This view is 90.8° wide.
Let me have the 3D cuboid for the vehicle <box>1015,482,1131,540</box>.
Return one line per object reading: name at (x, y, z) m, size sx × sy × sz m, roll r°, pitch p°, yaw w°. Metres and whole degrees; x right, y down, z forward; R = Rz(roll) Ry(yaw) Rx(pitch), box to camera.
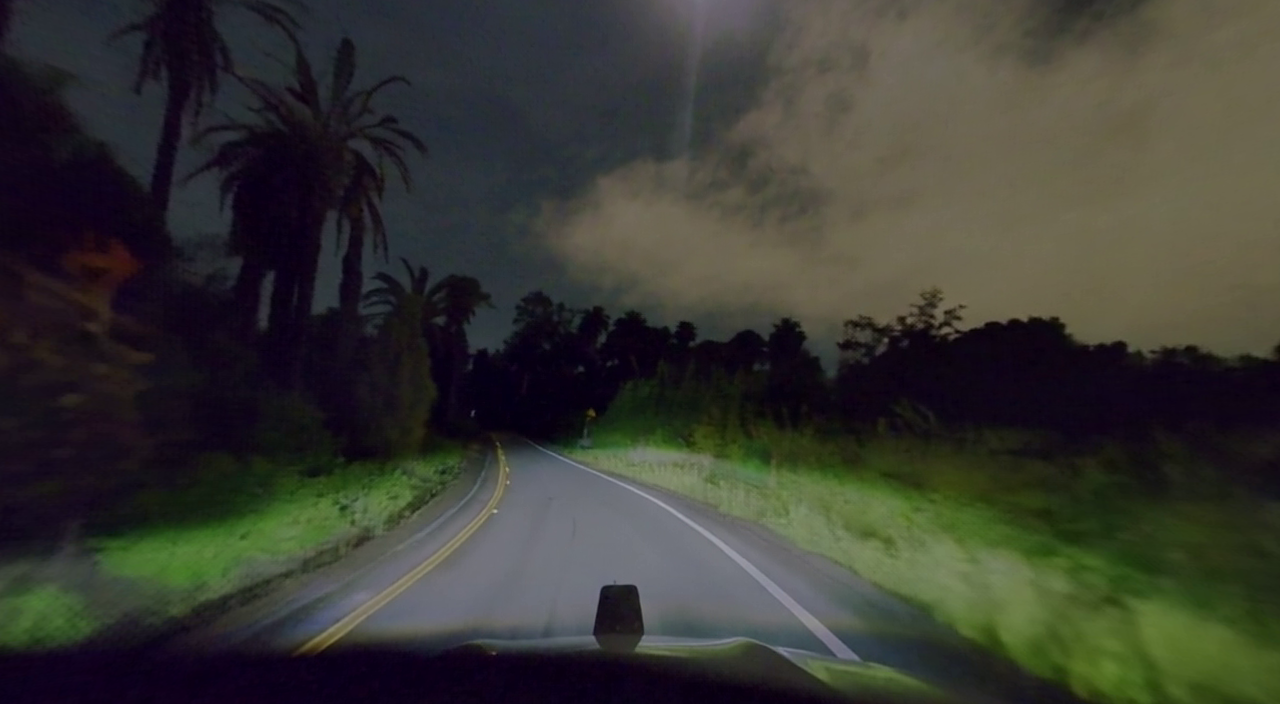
vehicle at (16.325, 5.957, 24.122) m, size 1.856 × 1.740 × 4.503 m, roll -3°, pitch -9°, yaw 11°
